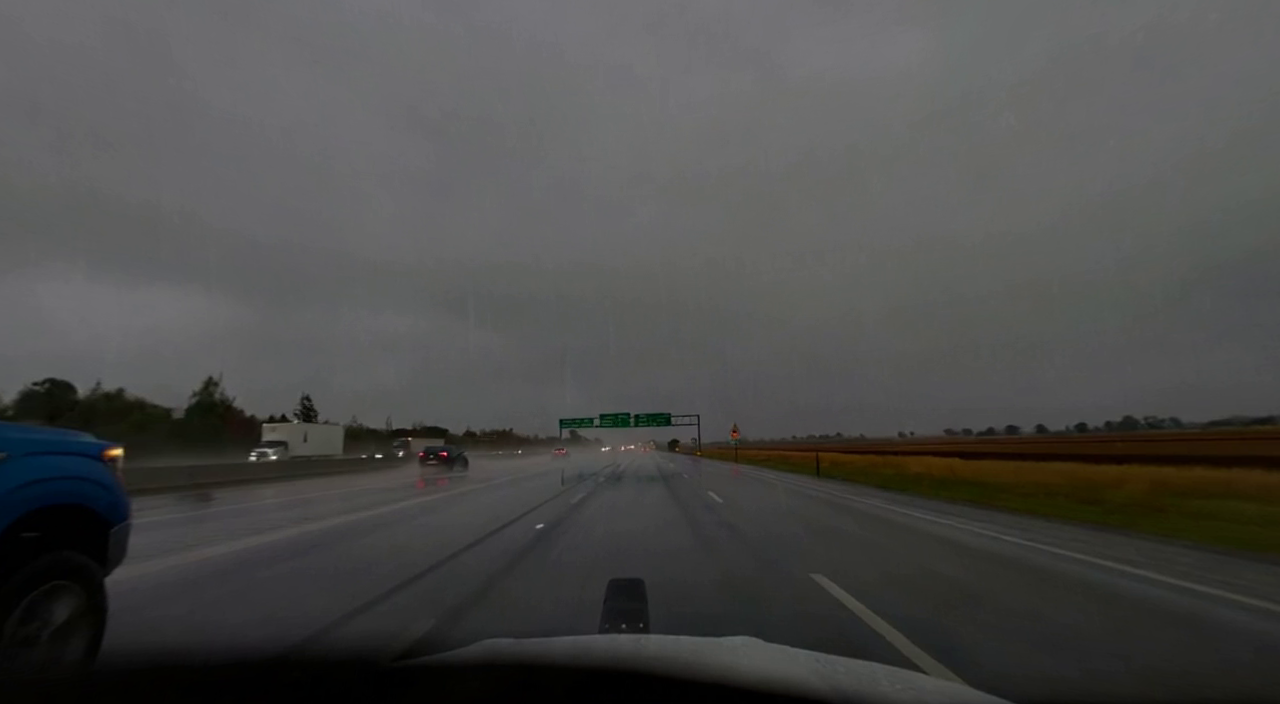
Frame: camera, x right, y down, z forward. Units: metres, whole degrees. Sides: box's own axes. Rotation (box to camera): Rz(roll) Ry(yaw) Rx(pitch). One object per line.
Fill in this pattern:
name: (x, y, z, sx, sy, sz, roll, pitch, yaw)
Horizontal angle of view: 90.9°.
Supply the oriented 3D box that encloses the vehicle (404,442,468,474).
vehicle: (-10.803, 5.624, 33.727, 1.957, 1.565, 4.311, 0, -8, 1)
